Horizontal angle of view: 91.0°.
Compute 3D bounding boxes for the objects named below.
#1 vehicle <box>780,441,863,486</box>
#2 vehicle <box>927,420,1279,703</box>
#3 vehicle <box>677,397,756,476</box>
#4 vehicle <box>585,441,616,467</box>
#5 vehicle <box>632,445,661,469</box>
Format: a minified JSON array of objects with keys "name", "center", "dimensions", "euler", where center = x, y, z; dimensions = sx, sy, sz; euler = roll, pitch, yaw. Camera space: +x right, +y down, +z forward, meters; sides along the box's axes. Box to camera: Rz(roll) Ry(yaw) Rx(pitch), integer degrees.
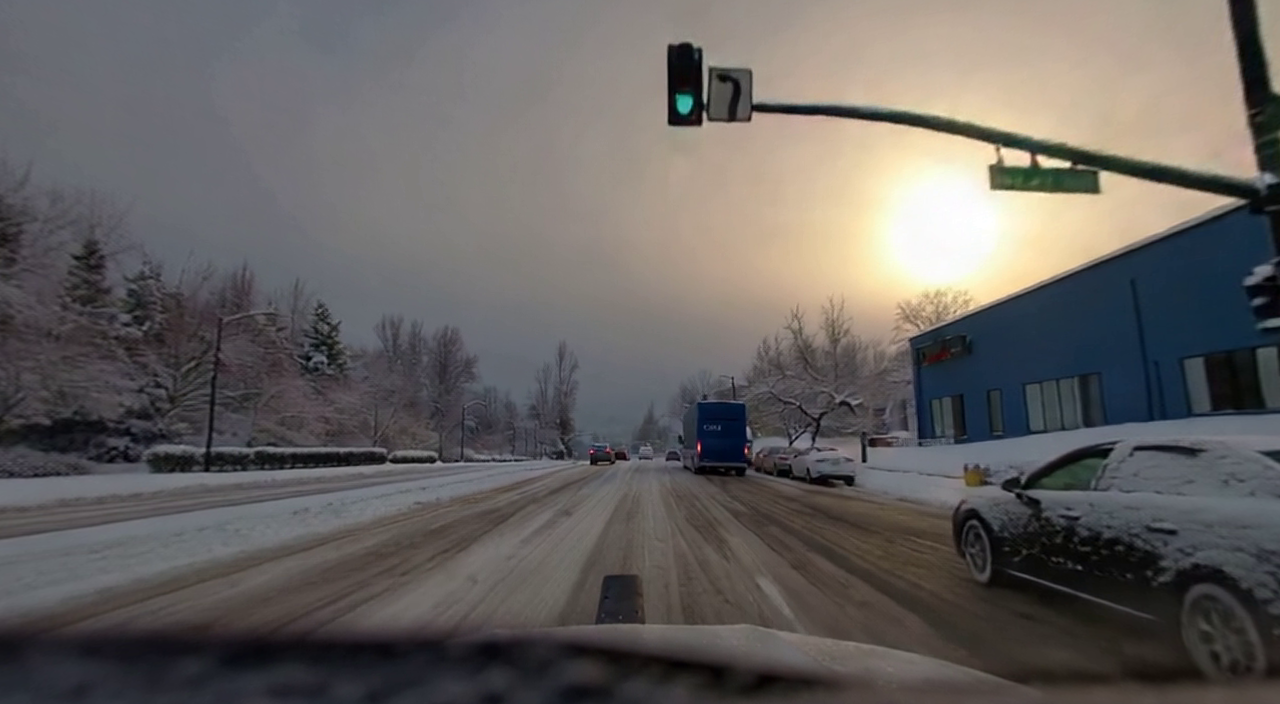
[{"name":"vehicle","center":[7.013,4.501,24.885],"dimensions":[1.889,1.417,4.759],"euler":[-3,-13,1]},{"name":"vehicle","center":[3.789,1.149,3.589],"dimensions":[1.915,1.449,4.970],"euler":[0,-8,-1]},{"name":"vehicle","center":[3.900,4.723,34.914],"dimensions":[3.003,3.680,10.684],"euler":[0,-8,0]},{"name":"vehicle","center":[-2.999,7.860,48.620],"dimensions":[2.035,1.867,4.607],"euler":[0,-8,2]},{"name":"vehicle","center":[0.431,7.114,42.863],"dimensions":[1.846,1.528,4.348],"euler":[0,-8,0]}]
